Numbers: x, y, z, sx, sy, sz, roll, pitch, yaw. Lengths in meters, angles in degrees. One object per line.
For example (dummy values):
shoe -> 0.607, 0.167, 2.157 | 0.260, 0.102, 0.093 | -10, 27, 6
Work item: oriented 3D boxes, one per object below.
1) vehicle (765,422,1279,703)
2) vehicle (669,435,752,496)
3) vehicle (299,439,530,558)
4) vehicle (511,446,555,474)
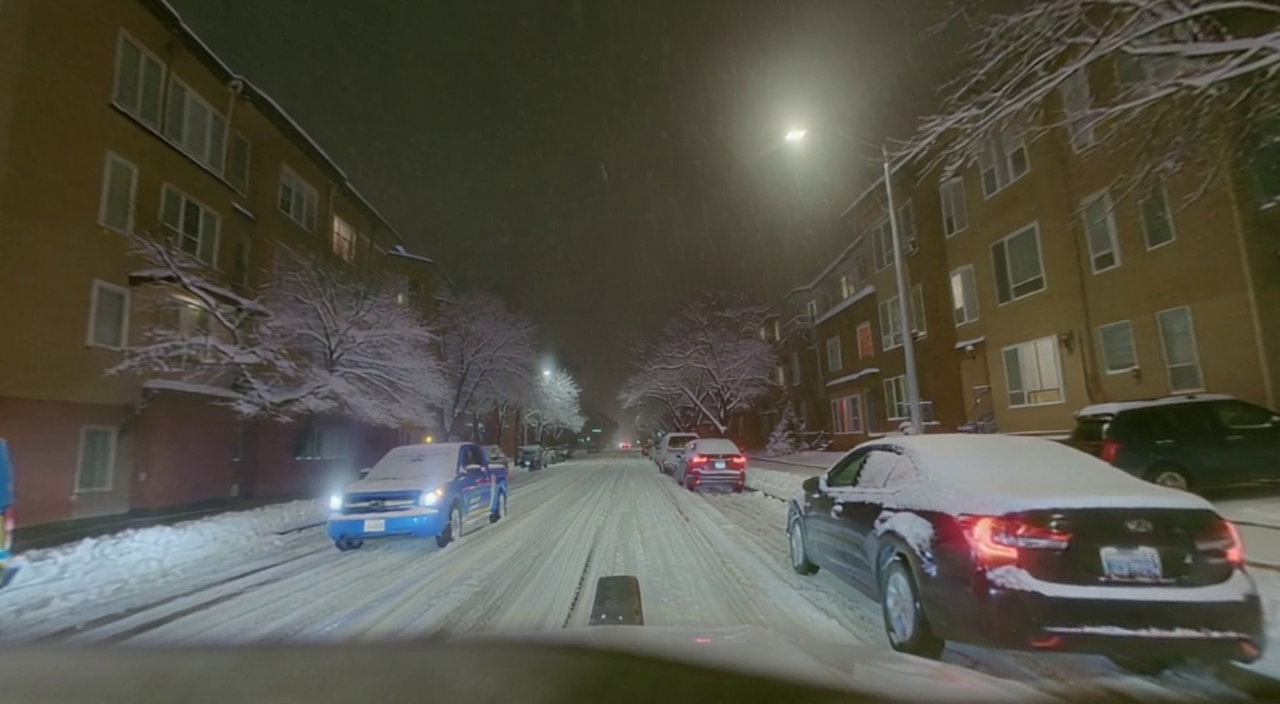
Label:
vehicle -> 2.568, 1.408, 5.193 | 1.845, 1.479, 4.727 | 1, -8, -3
vehicle -> 2.037, 3.431, 19.469 | 1.878, 1.664, 4.033 | 1, -8, -3
vehicle -> -3.323, 2.224, 10.438 | 1.966, 1.515, 4.394 | -1, -8, 3
vehicle -> -6.664, 6.731, 39.719 | 1.959, 1.490, 4.361 | 0, -7, 1
